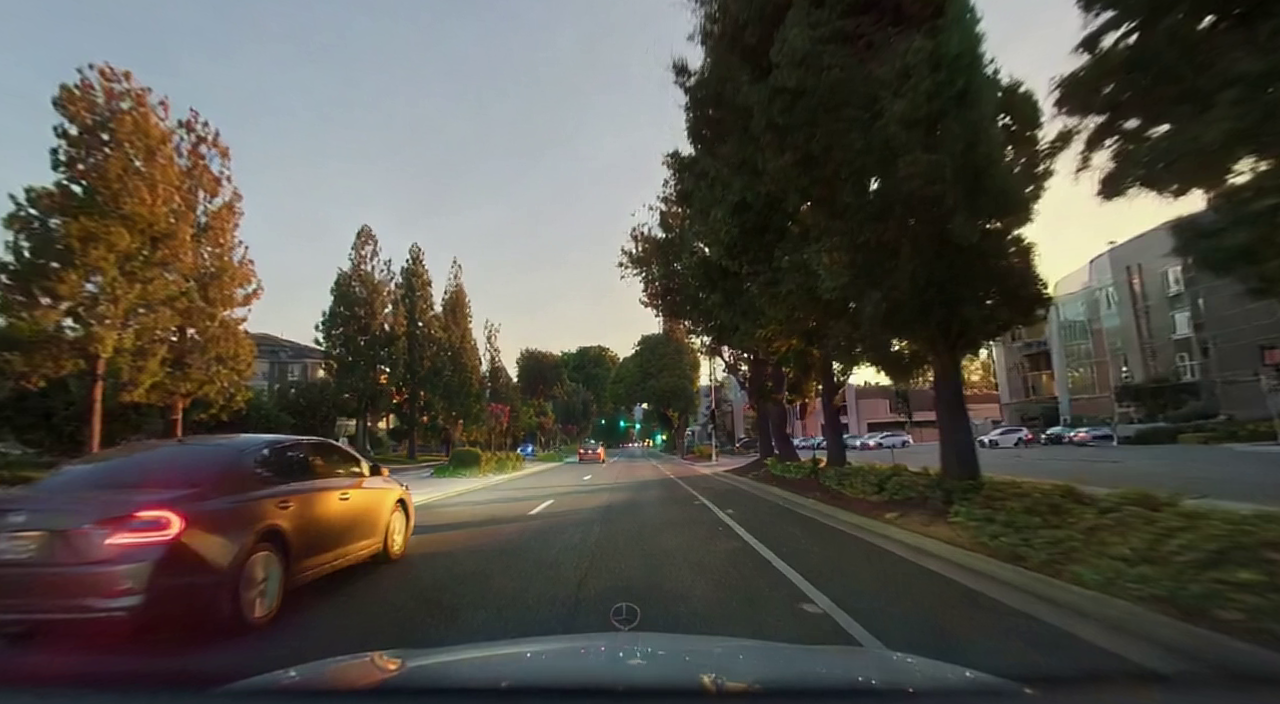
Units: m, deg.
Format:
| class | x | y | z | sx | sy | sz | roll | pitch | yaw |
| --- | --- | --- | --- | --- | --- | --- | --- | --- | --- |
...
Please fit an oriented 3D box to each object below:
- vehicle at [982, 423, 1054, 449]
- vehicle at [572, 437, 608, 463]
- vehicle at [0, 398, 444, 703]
| class | x | y | z | sx | sy | sz | roll | pitch | yaw |
| --- | --- | --- | --- | --- | --- | --- | --- | --- | --- |
| vehicle | 27.181 | 6.139 | 45.648 | 1.837 | 1.720 | 4.764 | 1 | -9 | -7 |
| vehicle | -3.510 | 7.019 | 45.221 | 2.138 | 1.733 | 4.427 | 0 | -8 | 0 |
| vehicle | -3.467 | 1.325 | 5.354 | 2.011 | 1.498 | 4.914 | 0 | -8 | 0 |
